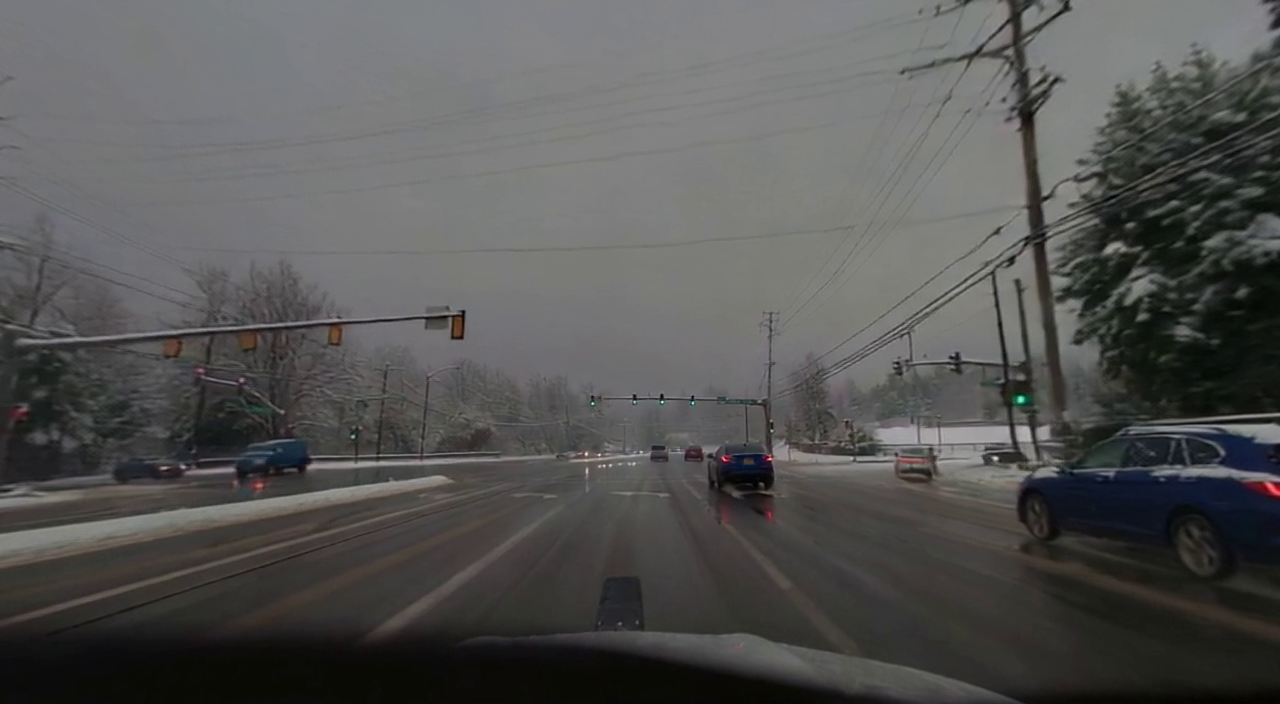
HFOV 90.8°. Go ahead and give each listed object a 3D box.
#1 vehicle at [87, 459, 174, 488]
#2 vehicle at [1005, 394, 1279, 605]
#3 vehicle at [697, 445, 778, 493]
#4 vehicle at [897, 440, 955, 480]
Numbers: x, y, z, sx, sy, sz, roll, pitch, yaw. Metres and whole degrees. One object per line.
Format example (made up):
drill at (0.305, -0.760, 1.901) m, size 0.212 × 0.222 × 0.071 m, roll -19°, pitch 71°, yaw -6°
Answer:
vehicle at (-37.144, 8.866, 46.131) m, size 4.650 × 1.672 × 2.119 m, roll -4°, pitch -8°, yaw 1°
vehicle at (6.539, 1.543, 7.280) m, size 2.029 × 1.795 × 4.371 m, roll 0°, pitch -8°, yaw 0°
vehicle at (3.212, 3.944, 21.727) m, size 2.035 × 1.460 × 4.392 m, roll 0°, pitch -8°, yaw -1°
vehicle at (13.704, 5.157, 30.462) m, size 1.949 × 1.758 × 4.215 m, roll -3°, pitch -9°, yaw 17°
